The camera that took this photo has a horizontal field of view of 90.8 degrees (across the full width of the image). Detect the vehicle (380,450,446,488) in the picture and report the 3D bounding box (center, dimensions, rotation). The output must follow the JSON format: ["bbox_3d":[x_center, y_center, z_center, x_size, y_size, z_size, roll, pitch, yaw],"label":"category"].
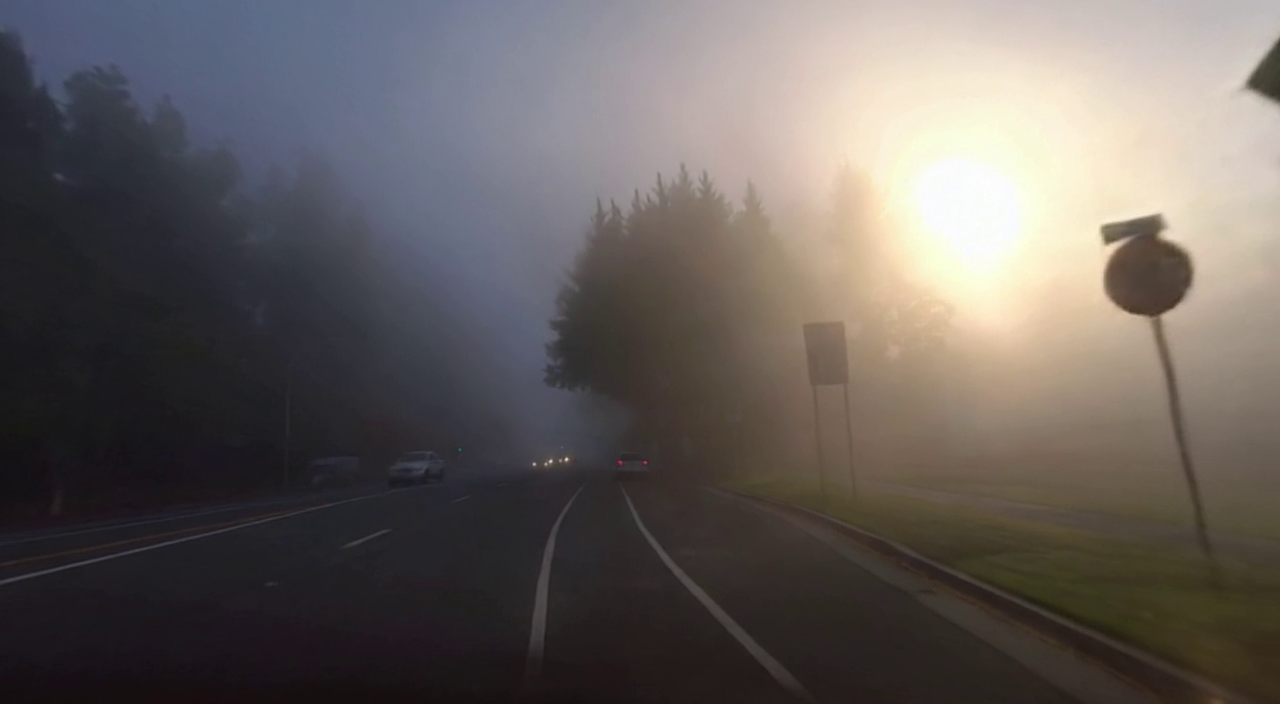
[{"bbox_3d":[-11.777,6.055,33.055,1.969,1.751,4.432,0,-8,-3],"label":"vehicle"}]

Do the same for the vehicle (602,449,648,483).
[{"bbox_3d":[-0.749,5.486,30.803,2.111,1.466,4.223,0,-8,-2],"label":"vehicle"}]
